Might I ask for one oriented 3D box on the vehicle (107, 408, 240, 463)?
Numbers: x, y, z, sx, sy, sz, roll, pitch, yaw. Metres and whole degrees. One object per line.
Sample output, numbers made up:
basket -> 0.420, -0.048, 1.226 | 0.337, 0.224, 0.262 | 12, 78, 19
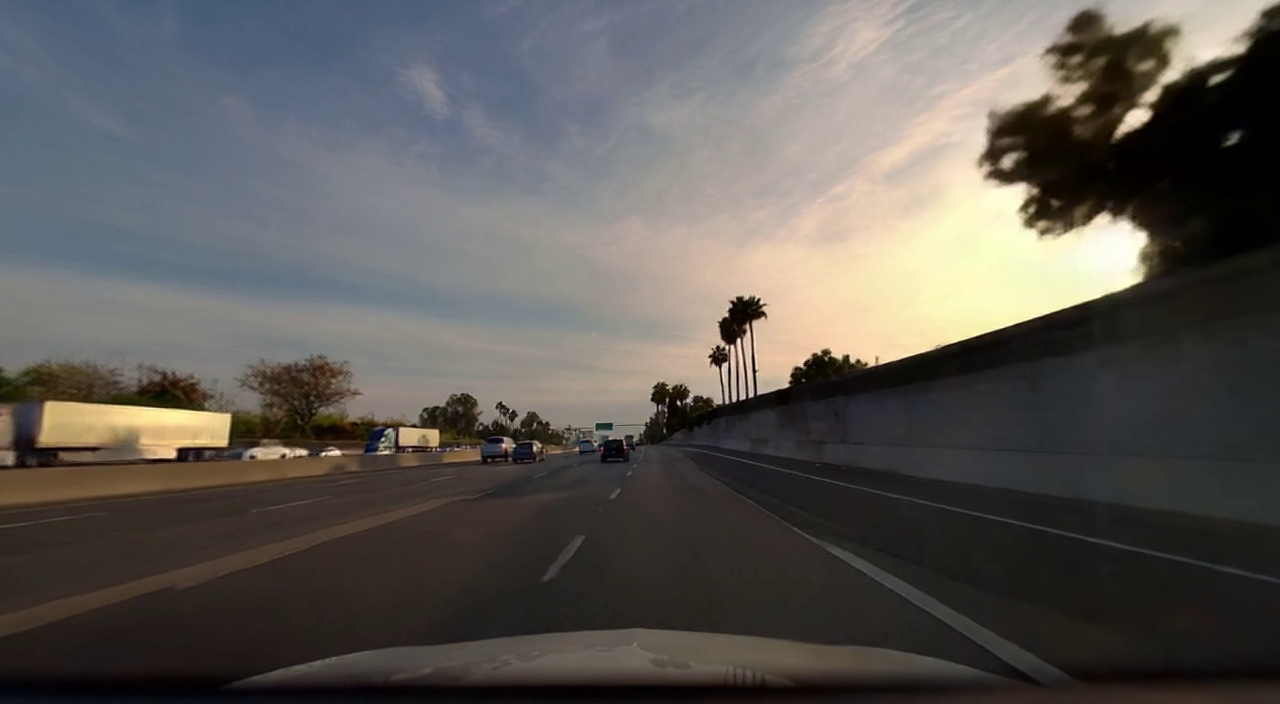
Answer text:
vehicle -> -35.281, 6.493, 48.475 | 2.812, 3.781, 9.113 | -1, -8, 3

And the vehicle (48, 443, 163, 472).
vehicle -> -30.222, 5.938, 35.964 | 1.874, 1.520, 5.041 | -1, -8, 4

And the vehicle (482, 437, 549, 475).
vehicle -> -5.922, 5.008, 30.673 | 2.204, 1.677, 4.438 | -1, -8, 2

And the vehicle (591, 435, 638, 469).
vehicle -> -1.289, 5.294, 33.658 | 2.201, 1.672, 4.128 | 0, -8, 1
